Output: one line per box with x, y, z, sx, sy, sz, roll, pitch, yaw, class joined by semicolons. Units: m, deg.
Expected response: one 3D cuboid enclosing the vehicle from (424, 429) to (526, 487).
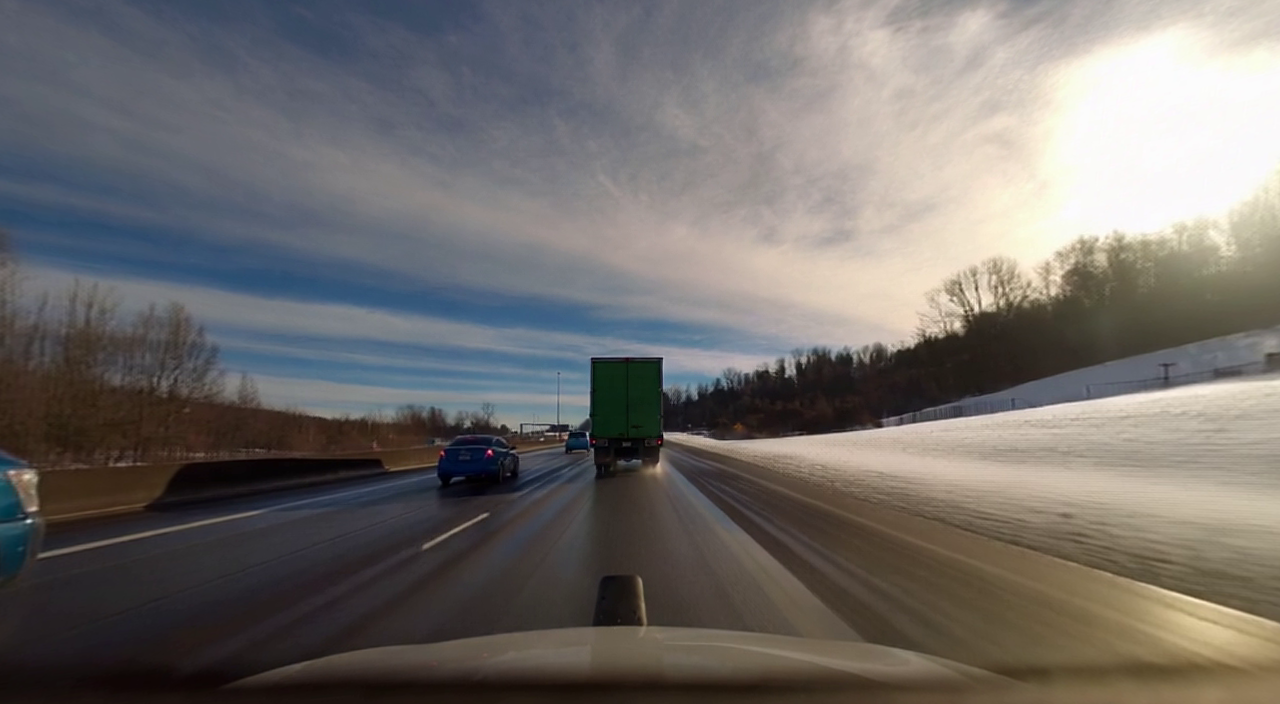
-4.832;3.147;19.106;1.931;1.539;4.441;0;-8;0;vehicle

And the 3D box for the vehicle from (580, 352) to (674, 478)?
-0.525;2.671;25.199;2.953;4.041;10.072;0;-8;-1;vehicle
